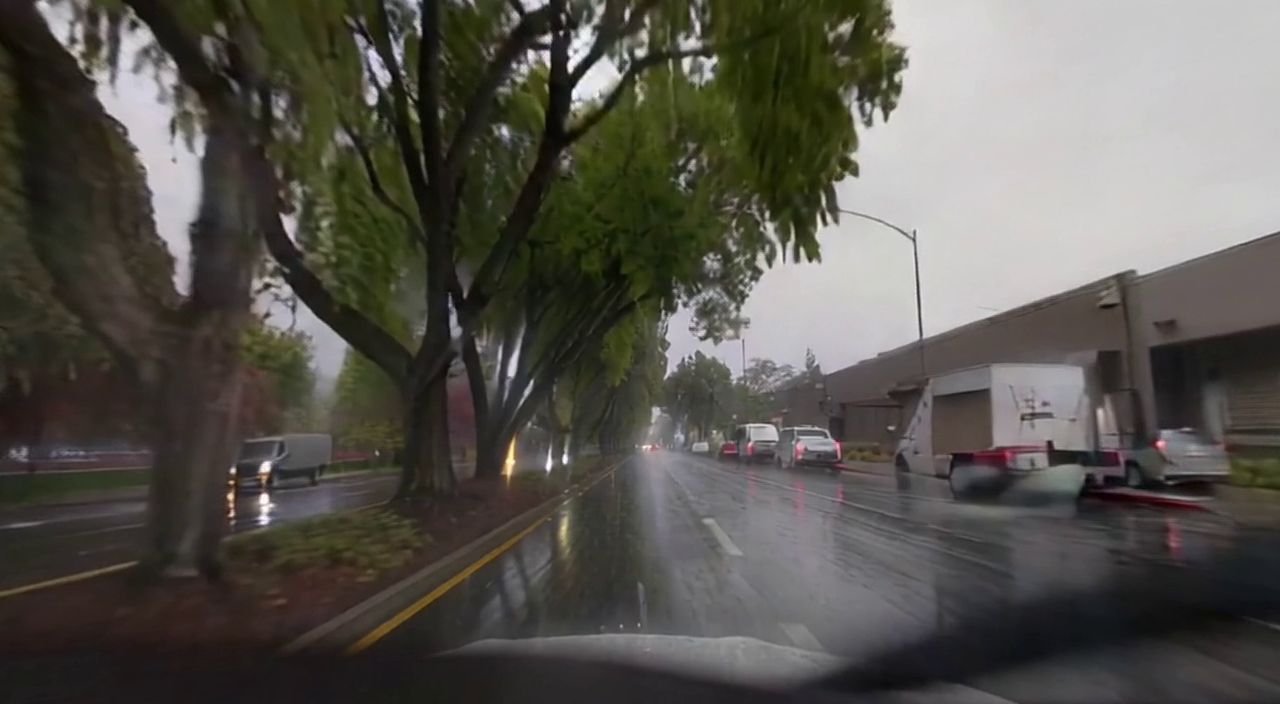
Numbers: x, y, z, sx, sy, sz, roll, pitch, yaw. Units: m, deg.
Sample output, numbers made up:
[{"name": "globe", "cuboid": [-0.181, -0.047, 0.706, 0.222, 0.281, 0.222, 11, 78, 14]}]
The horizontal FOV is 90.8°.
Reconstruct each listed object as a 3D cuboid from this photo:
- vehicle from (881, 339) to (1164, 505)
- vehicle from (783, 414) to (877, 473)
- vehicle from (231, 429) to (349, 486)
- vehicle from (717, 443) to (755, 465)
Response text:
[{"name": "vehicle", "cuboid": [10.336, 2.220, 18.817, 2.879, 3.765, 8.904, 0, -8, 1]}, {"name": "vehicle", "cuboid": [10.326, 5.115, 35.218, 2.964, 2.927, 6.936, 0, -8, 0]}, {"name": "vehicle", "cuboid": [-17.188, 5.197, 31.536, 2.253, 2.554, 6.021, 0, -9, 1]}, {"name": "vehicle", "cuboid": [6.658, 7.099, 44.246, 1.972, 1.417, 4.239, 0, -8, 0]}]
